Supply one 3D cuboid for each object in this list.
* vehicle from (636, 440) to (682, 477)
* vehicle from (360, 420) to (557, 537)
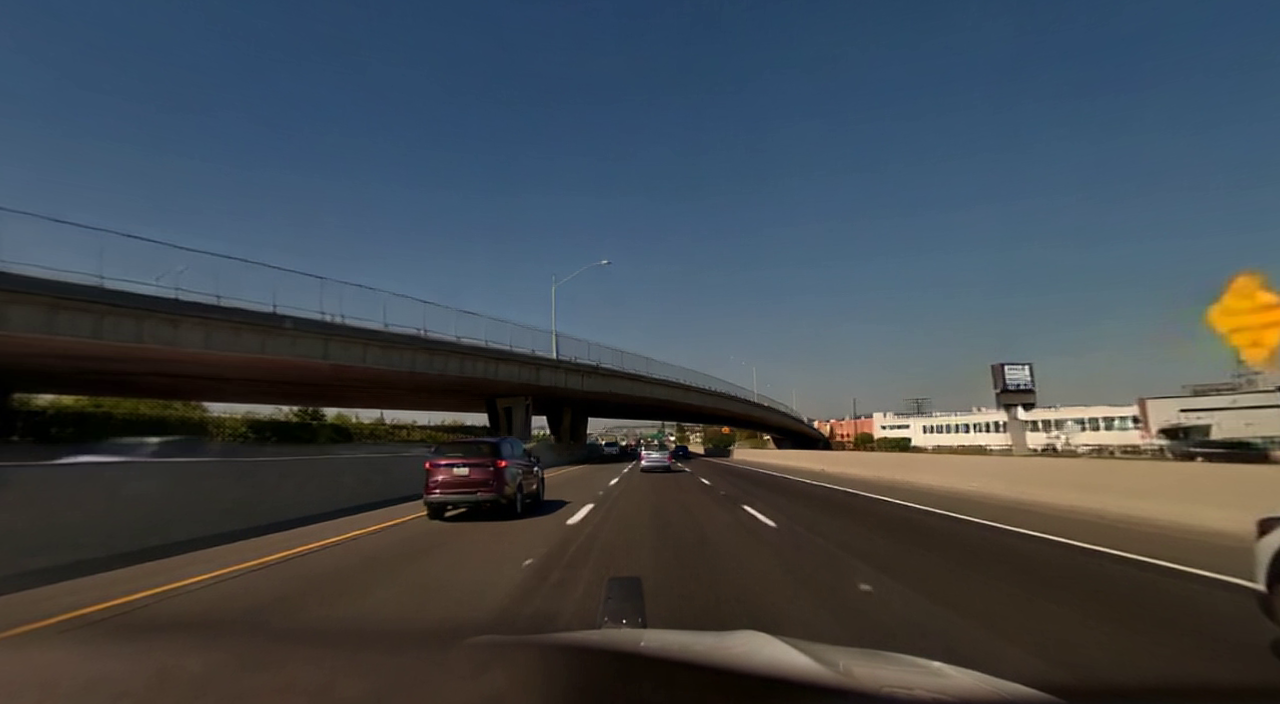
[{"bbox_3d":[0.840,4.916,29.303,2.000,1.558,3.945,0,-8,0],"label":"vehicle"},{"bbox_3d":[-3.075,2.276,11.980,2.239,1.761,4.620,0,-8,2],"label":"vehicle"}]
